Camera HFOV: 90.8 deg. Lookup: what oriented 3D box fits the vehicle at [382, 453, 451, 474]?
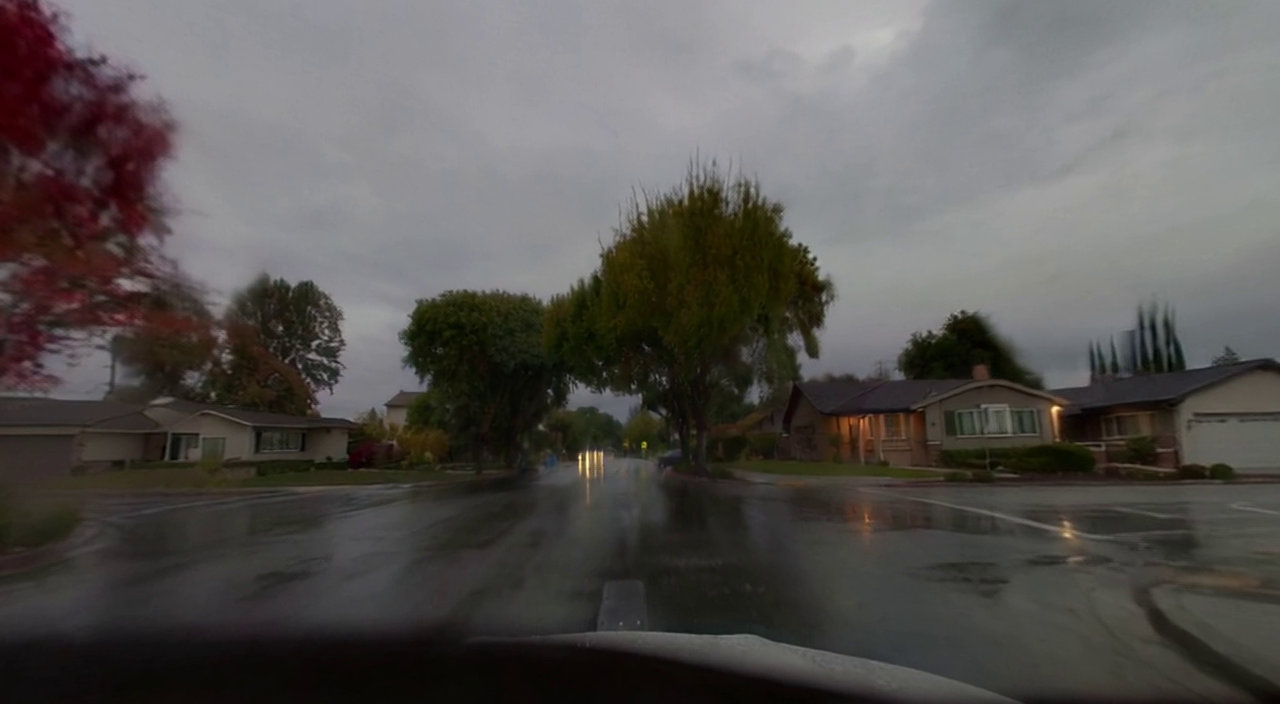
[{"bbox_3d":[-16.452,8.227,46.671,4.358,1.516,2.077,1,-9,-4],"label":"vehicle"}]
